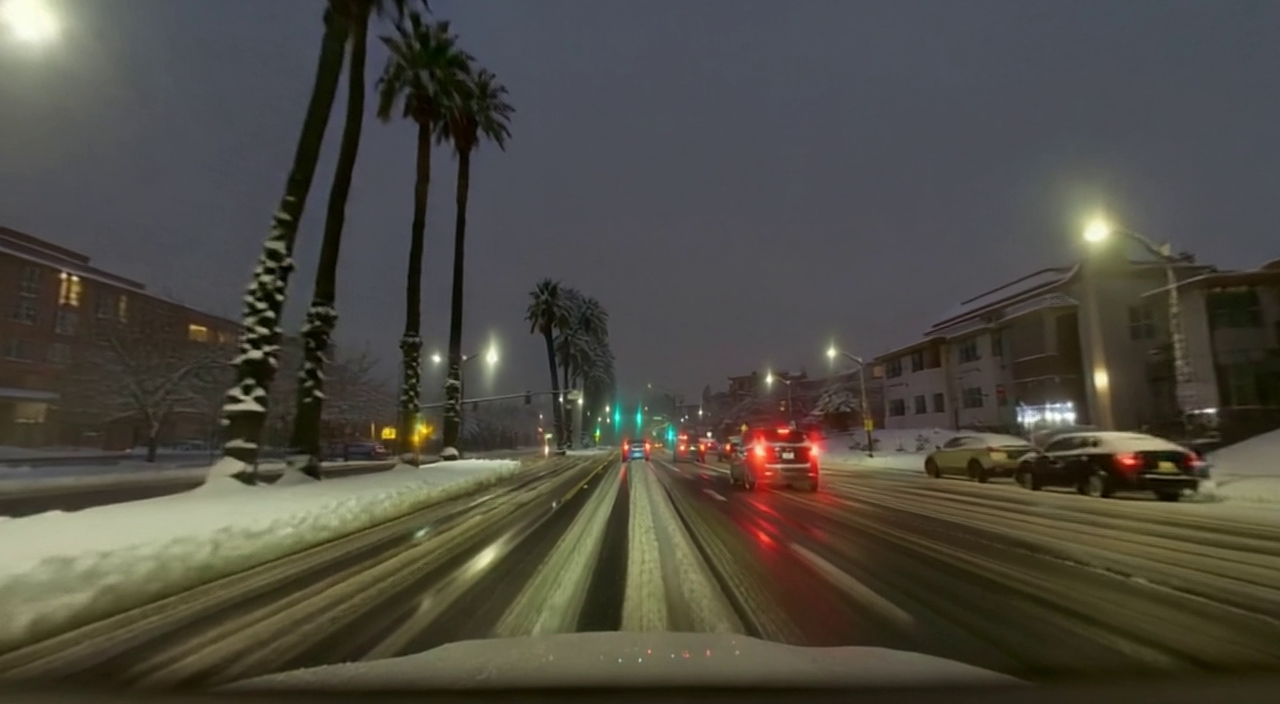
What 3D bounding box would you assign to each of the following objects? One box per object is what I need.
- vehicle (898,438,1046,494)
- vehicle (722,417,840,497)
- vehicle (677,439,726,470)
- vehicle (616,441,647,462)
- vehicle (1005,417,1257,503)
[{"bbox_3d":[9.689,3.346,18.926,1.871,1.465,4.395,0,-9,-2],"label":"vehicle"},{"bbox_3d":[3.759,2.922,17.843,2.104,1.910,4.693,0,-9,-2],"label":"vehicle"},{"bbox_3d":[3.189,5.425,33.639,2.010,1.509,4.377,0,-9,-2],"label":"vehicle"},{"bbox_3d":[-0.653,7.307,46.384,2.115,1.464,4.205,0,-9,-1],"label":"vehicle"},{"bbox_3d":[12.732,2.853,17.082,2.157,1.937,5.386,0,-9,-5],"label":"vehicle"}]
